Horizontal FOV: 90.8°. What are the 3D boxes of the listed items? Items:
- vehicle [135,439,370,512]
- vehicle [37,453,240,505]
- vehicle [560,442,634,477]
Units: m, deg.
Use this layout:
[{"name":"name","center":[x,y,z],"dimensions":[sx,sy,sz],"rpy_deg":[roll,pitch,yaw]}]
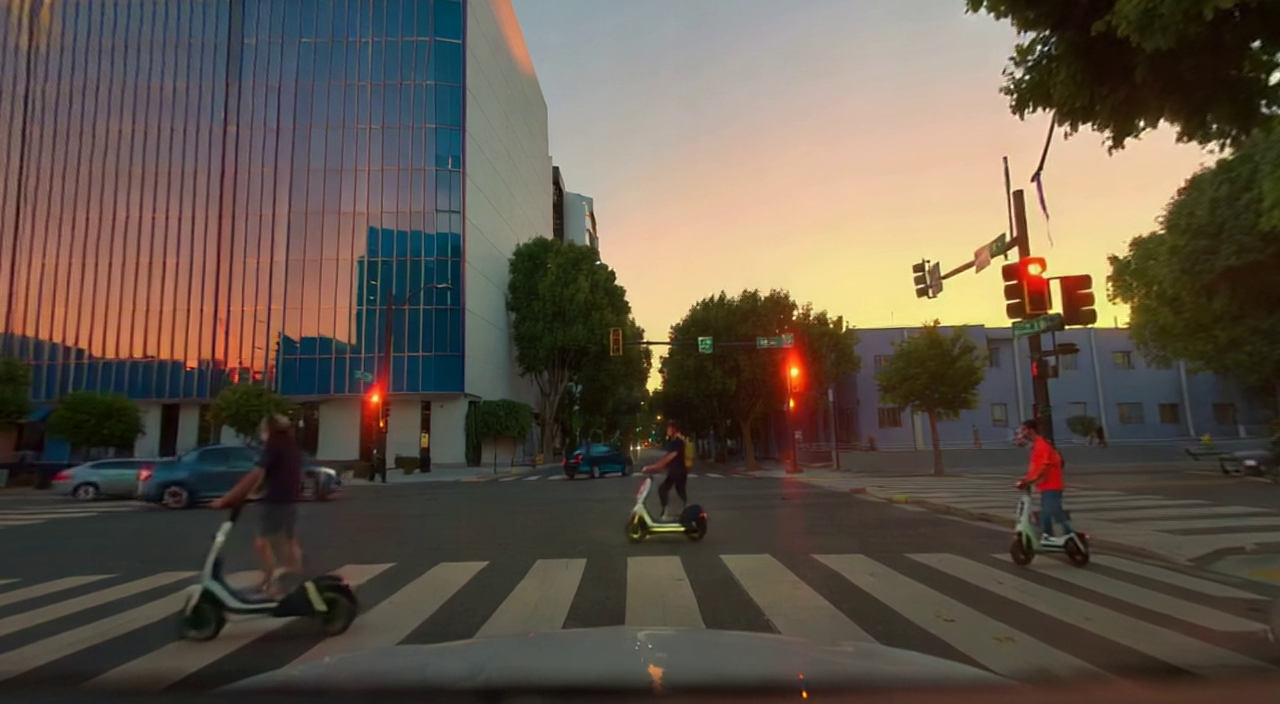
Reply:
[{"name":"vehicle","center":[-10.016,3.200,16.824],"dimensions":[4.802,1.724,2.122],"rpy_deg":[2,-9,-13]},{"name":"vehicle","center":[-15.635,3.949,19.985],"dimensions":[4.485,1.463,2.075],"rpy_deg":[1,-9,-9]},{"name":"vehicle","center":[-2.078,5.414,32.126],"dimensions":[2.051,1.616,4.641],"rpy_deg":[-3,-9,20]}]
